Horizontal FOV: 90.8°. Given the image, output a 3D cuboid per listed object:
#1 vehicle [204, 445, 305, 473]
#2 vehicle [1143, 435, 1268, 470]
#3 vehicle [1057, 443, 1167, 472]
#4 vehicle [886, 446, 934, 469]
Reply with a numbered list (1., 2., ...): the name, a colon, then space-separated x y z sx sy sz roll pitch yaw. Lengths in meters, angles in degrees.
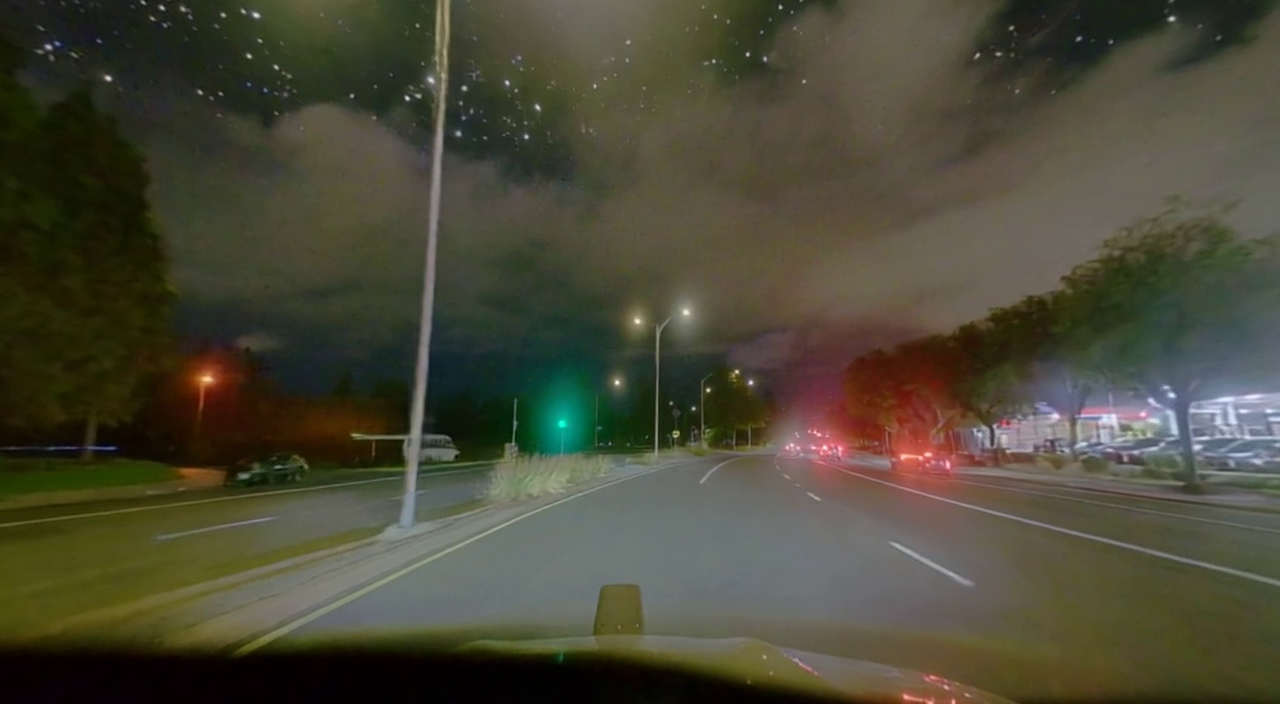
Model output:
1. vehicle: -20.818 5.743 34.150 4.520 1.439 1.919 -2 -9 13
2. vehicle: 30.681 5.454 34.486 2.045 1.714 4.611 2 -9 -15
3. vehicle: 25.391 5.664 34.203 1.843 1.455 4.558 2 -9 -12
4. vehicle: 18.779 7.319 44.148 2.099 1.464 4.615 -2 -8 11
